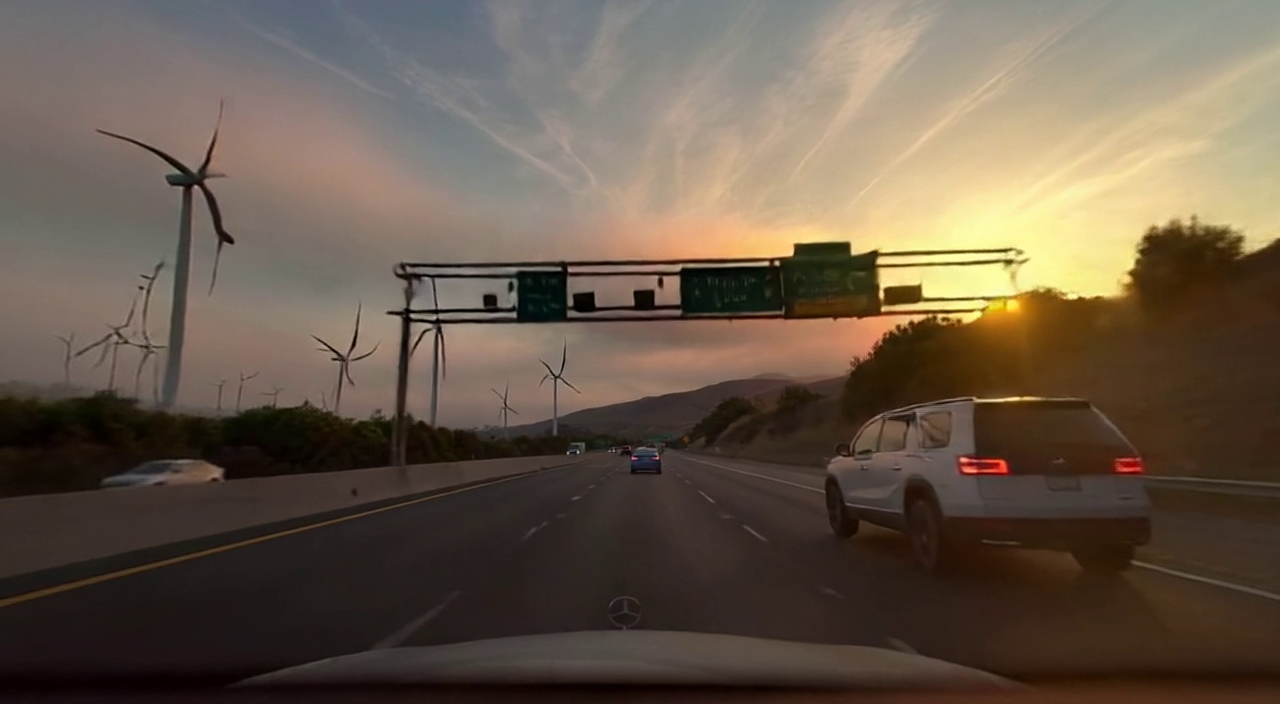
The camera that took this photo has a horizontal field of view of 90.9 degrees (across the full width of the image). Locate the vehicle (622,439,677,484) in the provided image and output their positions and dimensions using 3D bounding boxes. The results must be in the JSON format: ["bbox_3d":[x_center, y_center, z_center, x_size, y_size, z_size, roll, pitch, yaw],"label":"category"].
[{"bbox_3d":[0.337,4.461,25.861,2.083,1.653,3.787,0,-9,0],"label":"vehicle"}]

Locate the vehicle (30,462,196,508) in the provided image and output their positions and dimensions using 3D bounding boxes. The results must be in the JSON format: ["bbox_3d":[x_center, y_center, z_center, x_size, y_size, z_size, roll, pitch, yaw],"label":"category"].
[{"bbox_3d":[-19.563,4.940,23.789,1.925,1.431,4.998,0,-9,1],"label":"vehicle"}]

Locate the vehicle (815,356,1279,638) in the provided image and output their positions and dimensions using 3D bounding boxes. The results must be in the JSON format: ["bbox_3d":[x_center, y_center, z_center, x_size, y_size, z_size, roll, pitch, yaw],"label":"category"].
[{"bbox_3d":[3.666,1.334,6.729,2.104,1.861,4.956,0,-9,-1],"label":"vehicle"}]
